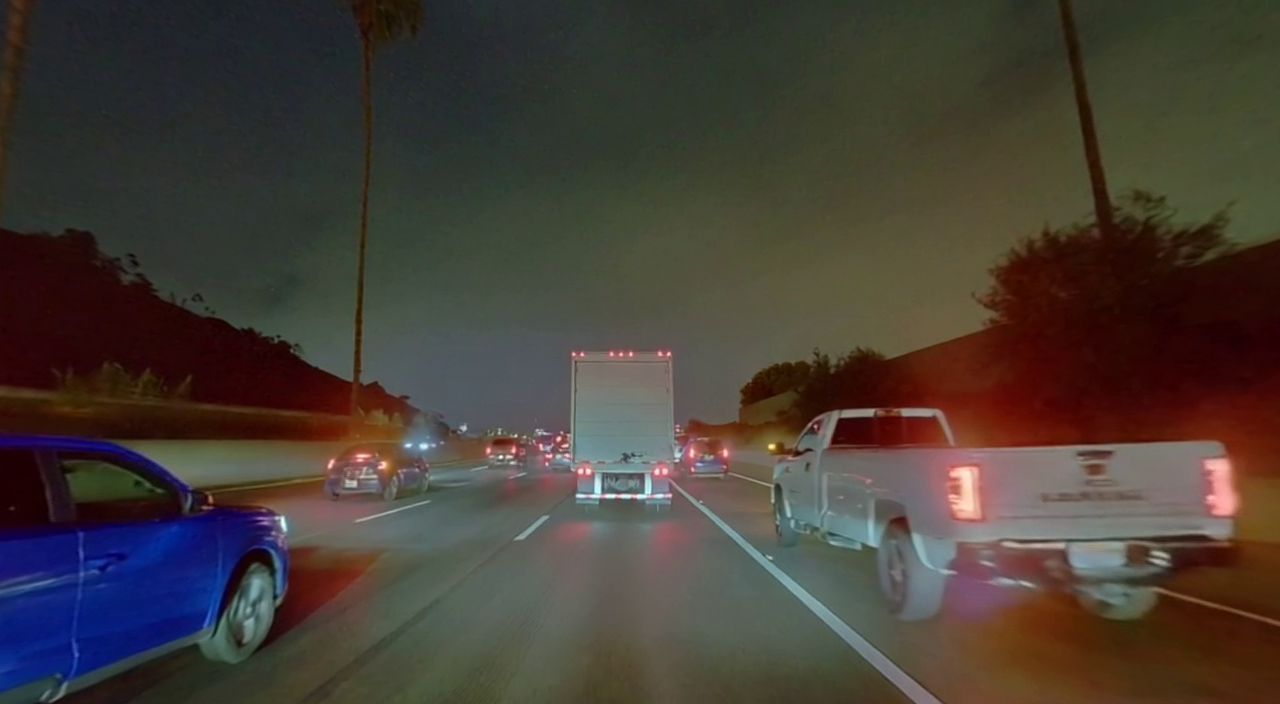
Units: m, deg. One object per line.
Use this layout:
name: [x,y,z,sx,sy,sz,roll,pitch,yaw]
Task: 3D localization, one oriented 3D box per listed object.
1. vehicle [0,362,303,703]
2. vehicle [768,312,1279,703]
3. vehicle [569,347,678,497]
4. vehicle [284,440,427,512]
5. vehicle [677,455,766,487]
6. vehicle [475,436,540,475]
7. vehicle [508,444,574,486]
vehicle: [-3.316,0.884,2.363,1.885,1.654,4.103,0,-9,-1]
vehicle: [2.630,1.184,4.801,2.098,1.827,5.538,0,-9,-1]
vehicle: [-0.391,2.676,22.428,2.906,4.040,10.743,0,-9,1]
vehicle: [-7.069,3.104,16.235,1.766,1.585,4.094,0,-9,-1]
vehicle: [2.977,4.568,24.665,2.635,1.036,5.568,0,-9,-1]
vehicle: [-7.305,5.771,35.448,2.344,1.954,5.579,0,-9,1]
vehicle: [-3.761,4.369,24.815,1.874,1.475,4.328,0,-9,0]
